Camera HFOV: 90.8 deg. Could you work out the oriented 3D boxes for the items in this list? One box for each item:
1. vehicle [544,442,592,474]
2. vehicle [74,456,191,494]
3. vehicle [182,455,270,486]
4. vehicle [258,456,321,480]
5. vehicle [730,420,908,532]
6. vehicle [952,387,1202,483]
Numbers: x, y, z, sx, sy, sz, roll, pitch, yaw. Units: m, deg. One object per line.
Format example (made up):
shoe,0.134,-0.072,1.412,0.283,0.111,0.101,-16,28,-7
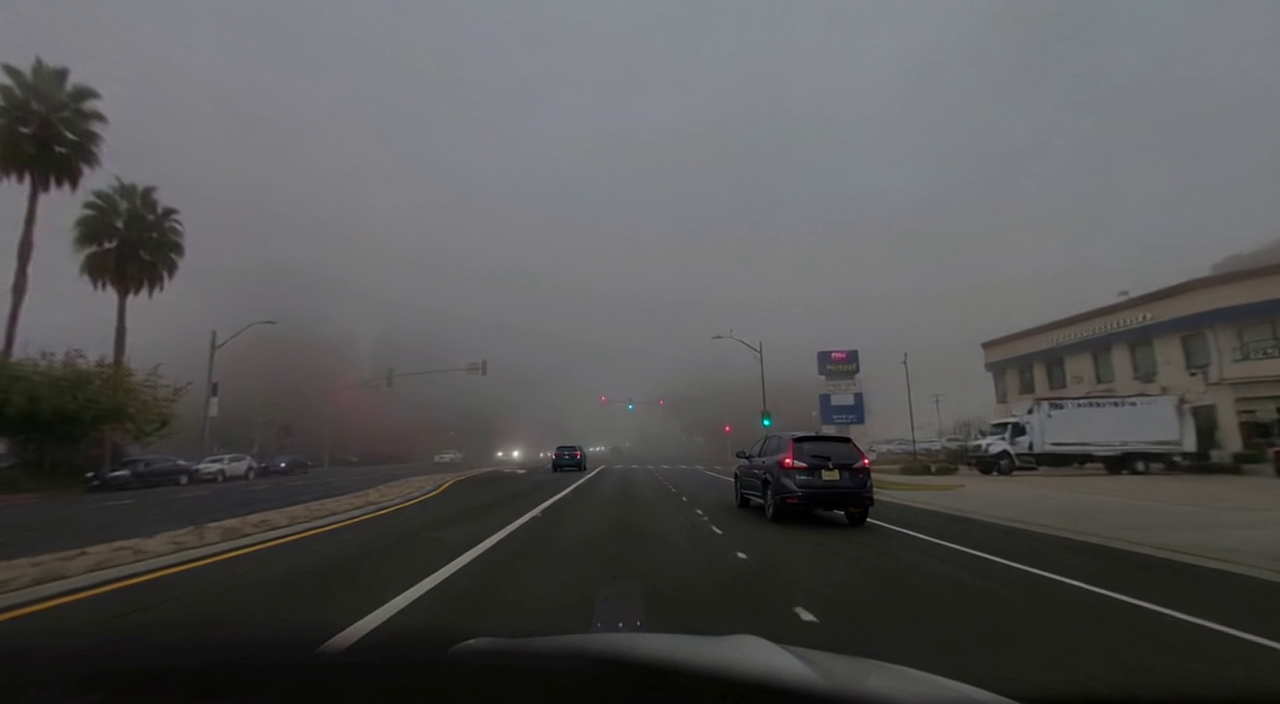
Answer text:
vehicle,-3.597,5.383,32.142,2.034,1.498,3.995,0,-9,-1
vehicle,-22.929,5.559,28.780,2.045,1.536,3.911,0,-9,0
vehicle,-23.184,6.642,35.651,1.997,1.434,4.569,-4,-9,-1
vehicle,-23.240,7.654,42.021,1.752,1.430,4.078,-1,-9,2
vehicle,3.071,2.234,11.922,1.982,1.711,4.276,0,-9,-2
vehicle,15.370,3.009,22.729,6.704,3.194,2.704,-1,-9,4
